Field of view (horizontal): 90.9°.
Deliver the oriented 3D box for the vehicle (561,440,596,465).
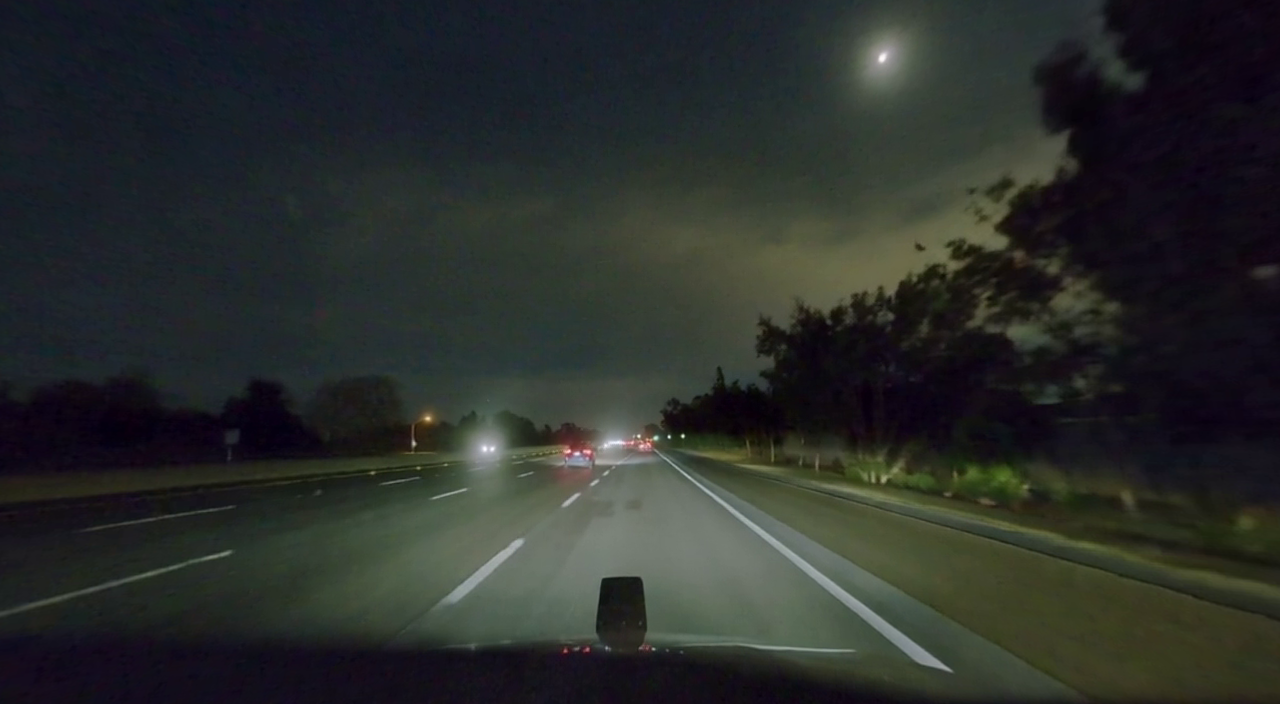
[{"bbox_3d":[-3.804,6.336,39.790,1.786,1.488,4.023,0,-8,1],"label":"vehicle"}]
